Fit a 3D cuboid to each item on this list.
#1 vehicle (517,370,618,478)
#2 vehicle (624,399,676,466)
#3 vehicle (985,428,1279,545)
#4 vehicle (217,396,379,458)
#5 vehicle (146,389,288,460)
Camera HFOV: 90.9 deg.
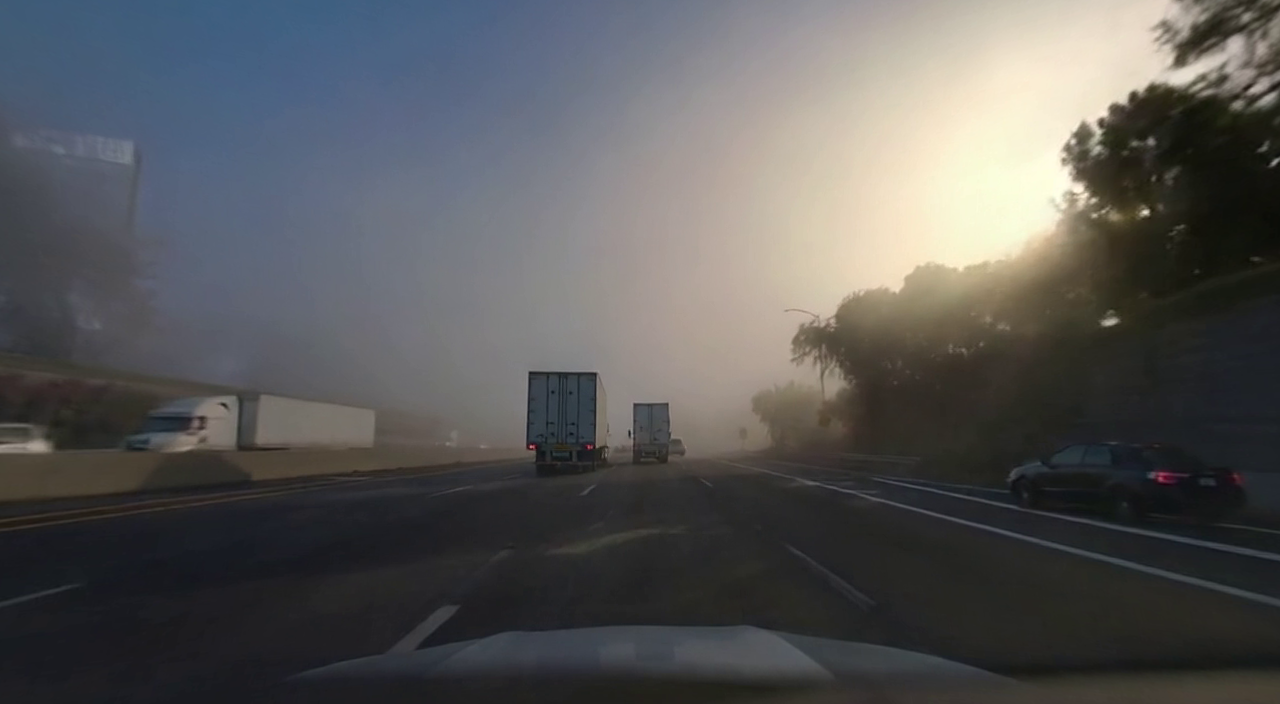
[{"bbox_3d":[-2.857,3.420,29.072,2.962,3.947,11.574,0,-8,1],"label":"vehicle"},{"bbox_3d":[0.669,5.546,43.022,3.054,3.944,11.230,0,-8,1],"label":"vehicle"},{"bbox_3d":[8.146,2.125,10.774,1.969,1.560,4.394,1,-8,-1],"label":"vehicle"},{"bbox_3d":[-25.153,6.089,48.337,2.895,3.951,16.404,0,-9,1],"label":"vehicle"},{"bbox_3d":[-25.310,4.553,38.347,3.130,3.891,7.268,0,-9,3],"label":"vehicle"}]
